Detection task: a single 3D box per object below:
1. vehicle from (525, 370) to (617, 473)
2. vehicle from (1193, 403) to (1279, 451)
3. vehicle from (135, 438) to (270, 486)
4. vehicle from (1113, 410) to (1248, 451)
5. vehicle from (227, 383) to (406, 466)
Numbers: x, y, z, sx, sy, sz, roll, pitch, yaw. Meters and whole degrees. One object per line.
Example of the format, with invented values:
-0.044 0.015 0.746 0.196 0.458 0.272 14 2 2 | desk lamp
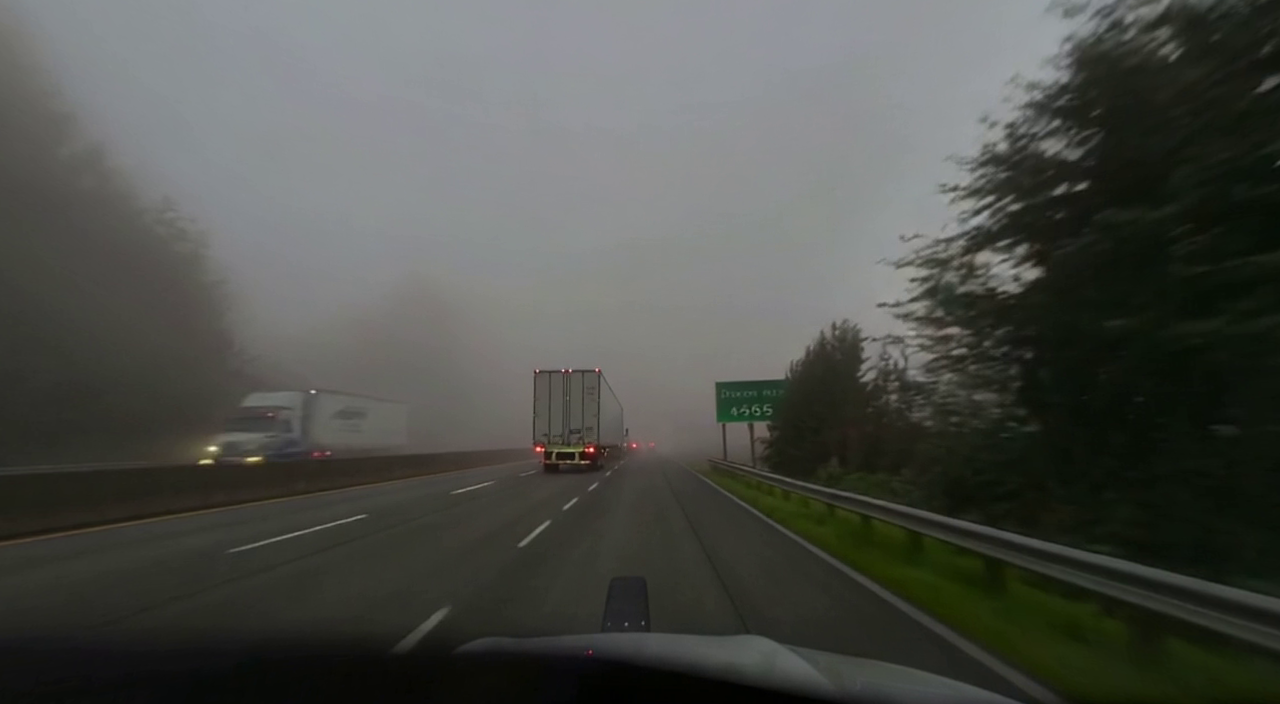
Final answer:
-2.982 3.776 32.010 2.947 4.051 14.256 1 -8 0 | vehicle
25.980 3.128 25.998 4.219 1.898 2.086 1 -8 -1 | vehicle
-14.642 3.689 21.333 1.725 1.444 3.898 0 -8 0 | vehicle
24.461 3.605 28.566 4.288 1.766 1.975 0 -8 -1 | vehicle
-18.334 4.551 37.633 2.937 4.009 14.253 0 -8 1 | vehicle
